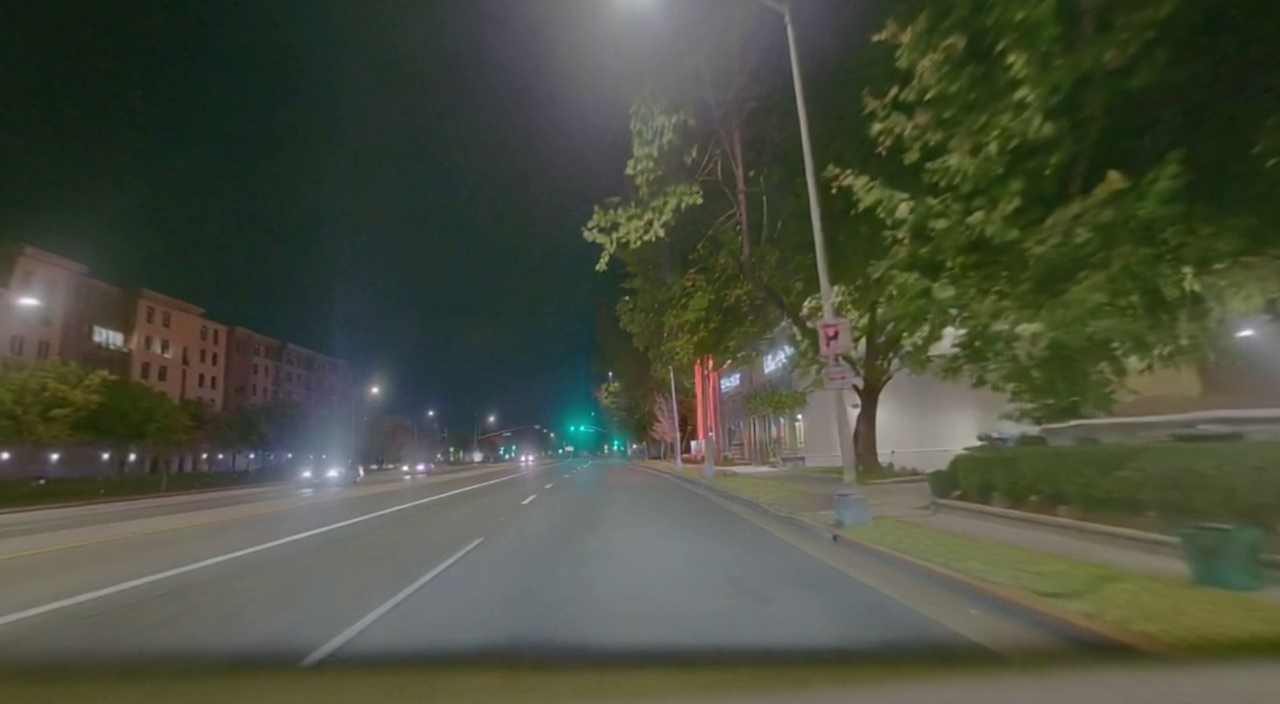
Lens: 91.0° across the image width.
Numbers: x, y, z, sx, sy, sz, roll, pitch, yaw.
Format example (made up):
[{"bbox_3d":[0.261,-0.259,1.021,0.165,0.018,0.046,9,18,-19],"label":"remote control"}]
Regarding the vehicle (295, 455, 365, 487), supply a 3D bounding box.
[{"bbox_3d":[-19.735,7.539,40.279,2.067,1.806,4.832,0,-8,-1],"label":"vehicle"}]
